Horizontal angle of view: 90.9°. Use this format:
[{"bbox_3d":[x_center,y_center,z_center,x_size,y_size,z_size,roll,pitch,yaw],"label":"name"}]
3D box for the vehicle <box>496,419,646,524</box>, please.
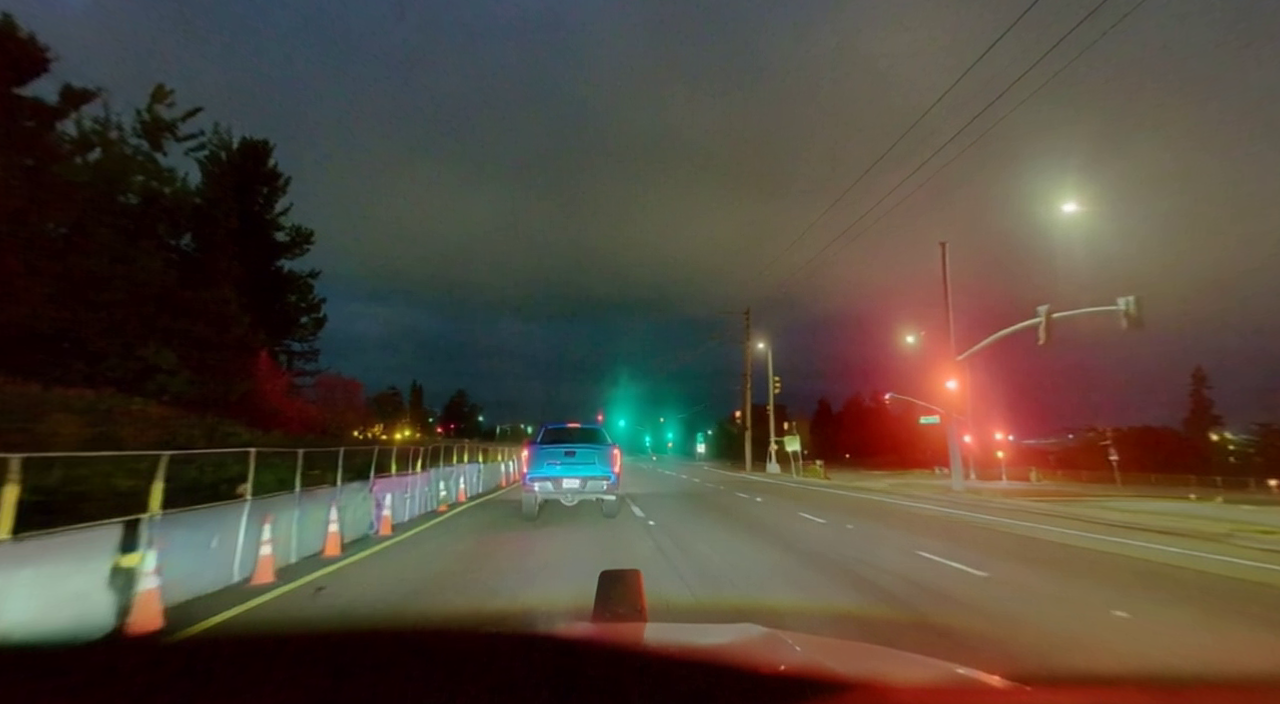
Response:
[{"bbox_3d":[-1.165,2.347,13.067,2.436,1.698,5.322,0,-8,-1],"label":"vehicle"}]
